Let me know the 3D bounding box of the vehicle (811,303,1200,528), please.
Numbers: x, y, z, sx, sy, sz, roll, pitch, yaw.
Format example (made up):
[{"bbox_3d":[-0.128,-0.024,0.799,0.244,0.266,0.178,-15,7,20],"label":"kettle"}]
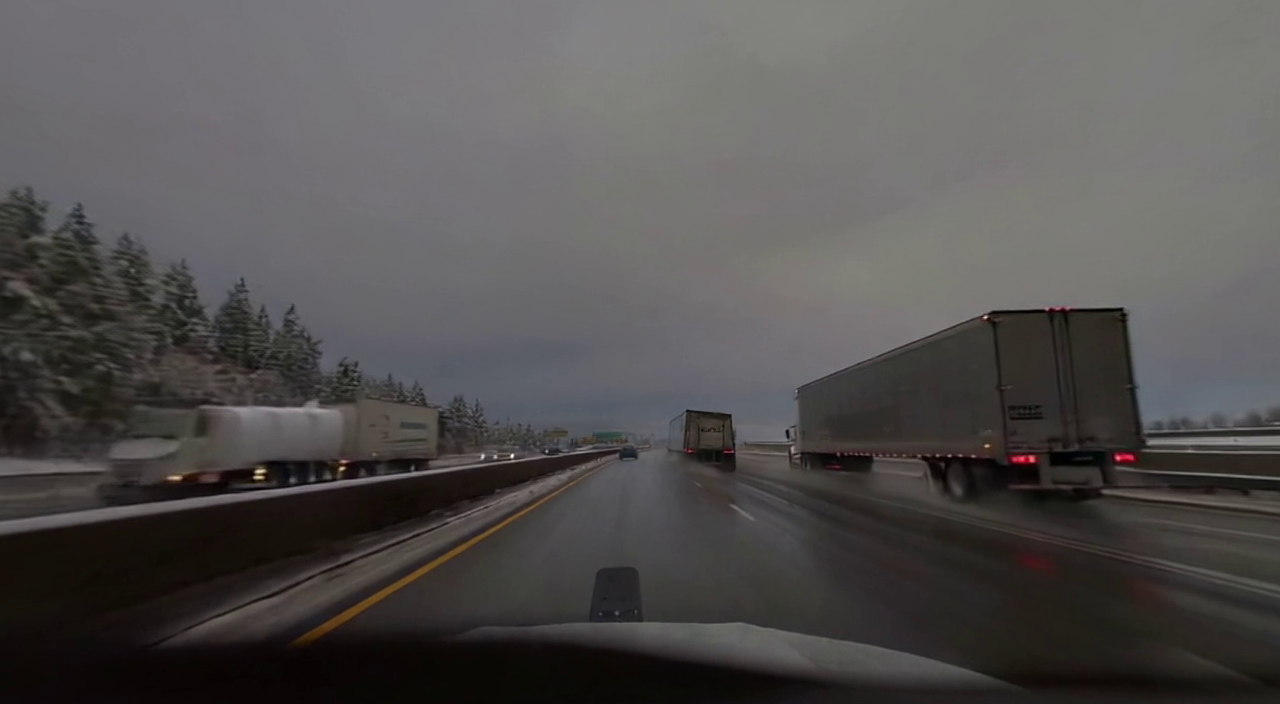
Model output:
[{"bbox_3d":[8.395,2.017,18.199,2.843,4.053,13.777,0,-8,-1],"label":"vehicle"}]

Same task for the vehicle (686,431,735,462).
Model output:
[{"bbox_3d":[3.898,5.309,35.522,2.120,1.651,4.639,0,-8,-1],"label":"vehicle"}]

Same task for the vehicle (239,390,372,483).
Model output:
[{"bbox_3d":[-16.660,4.287,31.962,3.414,4.278,5.845,0,-8,0],"label":"vehicle"}]

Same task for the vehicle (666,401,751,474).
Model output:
[{"bbox_3d":[3.799,5.259,39.008,3.288,3.717,13.646,0,-8,-2],"label":"vehicle"}]
